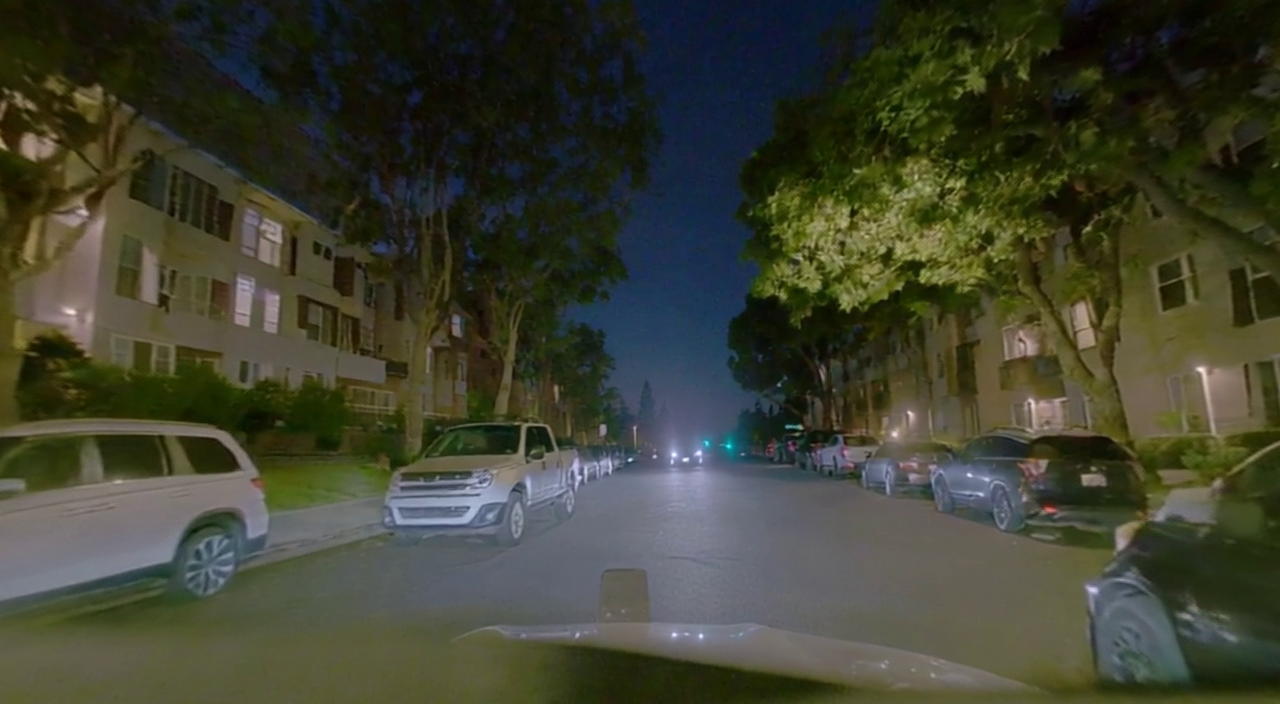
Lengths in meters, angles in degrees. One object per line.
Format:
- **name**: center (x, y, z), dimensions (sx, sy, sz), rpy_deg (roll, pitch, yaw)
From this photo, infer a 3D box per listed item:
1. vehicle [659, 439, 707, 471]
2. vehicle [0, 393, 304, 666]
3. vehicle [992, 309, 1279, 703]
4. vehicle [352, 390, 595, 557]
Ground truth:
- **vehicle**: center (2.301, 5.292, 32.622), dimensions (1.971, 1.476, 4.593), rpy_deg (-2, -8, 9)
- **vehicle**: center (-5.141, 1.317, 5.138), dimensions (2.002, 1.774, 4.568), rpy_deg (-1, -8, 4)
- **vehicle**: center (2.930, 0.613, 1.112), dimensions (2.055, 1.717, 5.172), rpy_deg (-1, -8, 6)
- **vehicle**: center (-2.285, 1.879, 10.449), dimensions (2.197, 2.047, 4.985), rpy_deg (-1, -8, 6)
